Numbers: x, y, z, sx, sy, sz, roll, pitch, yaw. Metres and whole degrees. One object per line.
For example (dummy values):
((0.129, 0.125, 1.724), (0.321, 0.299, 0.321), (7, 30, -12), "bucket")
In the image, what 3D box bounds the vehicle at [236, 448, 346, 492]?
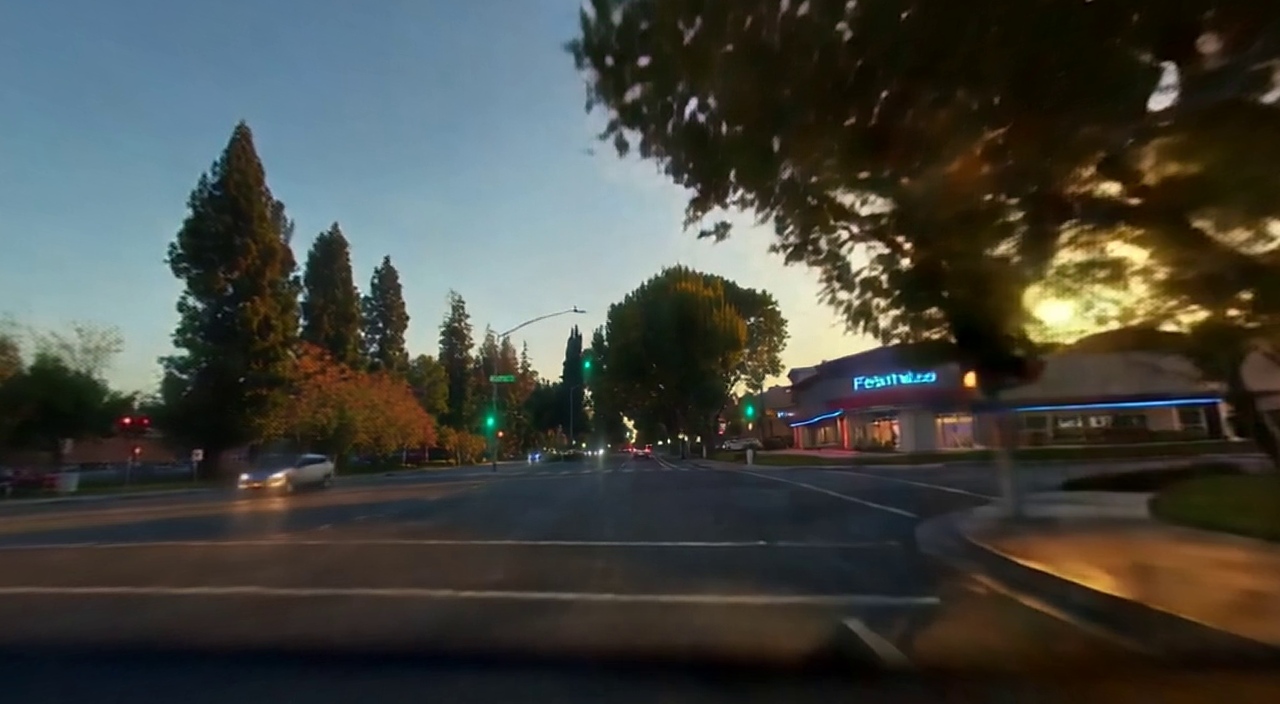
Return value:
((-15.615, 5.268, 28.654), (2.071, 1.800, 4.954), (0, -8, 2), "vehicle")
